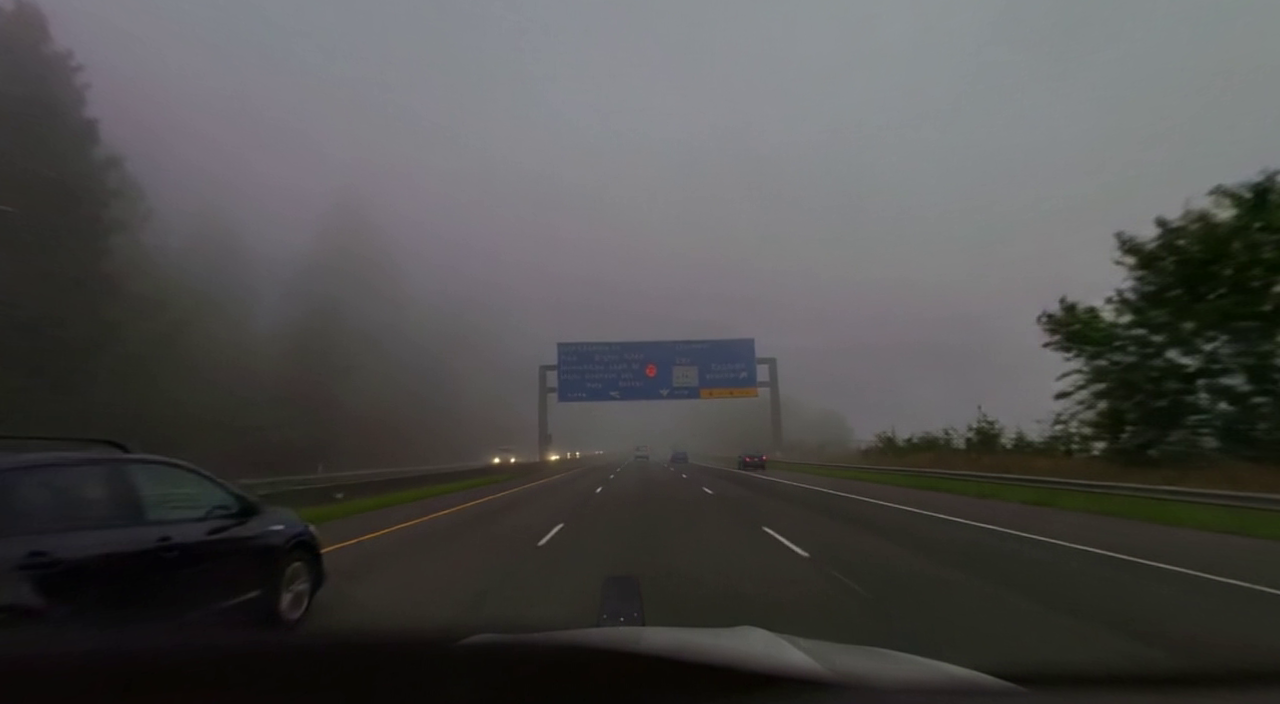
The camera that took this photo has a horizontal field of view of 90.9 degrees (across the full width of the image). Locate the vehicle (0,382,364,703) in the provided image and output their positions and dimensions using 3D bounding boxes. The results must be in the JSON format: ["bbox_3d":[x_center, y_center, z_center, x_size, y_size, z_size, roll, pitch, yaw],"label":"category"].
[{"bbox_3d":[-3.349,0.990,2.847,2.191,1.563,4.318,0,-9,1],"label":"vehicle"}]

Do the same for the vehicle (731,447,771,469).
[{"bbox_3d":[7.806,7.504,44.786,1.943,1.493,4.507,0,-9,-1],"label":"vehicle"}]
